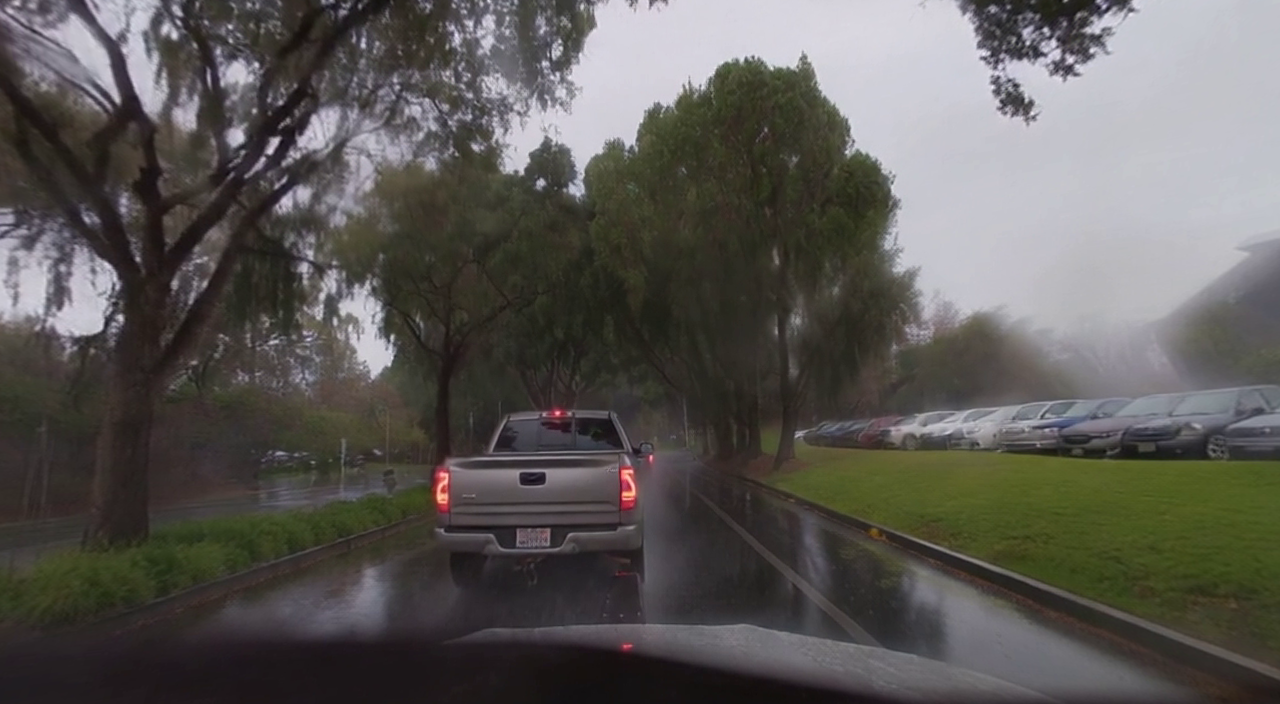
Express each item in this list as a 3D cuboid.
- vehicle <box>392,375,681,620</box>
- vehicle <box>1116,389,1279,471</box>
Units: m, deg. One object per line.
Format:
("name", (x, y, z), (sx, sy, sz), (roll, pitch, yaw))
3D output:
("vehicle", (-0.692, 1.447, 7.305), (2.157, 1.816, 5.039), (0, -8, 2))
("vehicle", (11.873, 1.447, 11.798), (4.298, 1.392, 1.944), (-1, -8, 2))
